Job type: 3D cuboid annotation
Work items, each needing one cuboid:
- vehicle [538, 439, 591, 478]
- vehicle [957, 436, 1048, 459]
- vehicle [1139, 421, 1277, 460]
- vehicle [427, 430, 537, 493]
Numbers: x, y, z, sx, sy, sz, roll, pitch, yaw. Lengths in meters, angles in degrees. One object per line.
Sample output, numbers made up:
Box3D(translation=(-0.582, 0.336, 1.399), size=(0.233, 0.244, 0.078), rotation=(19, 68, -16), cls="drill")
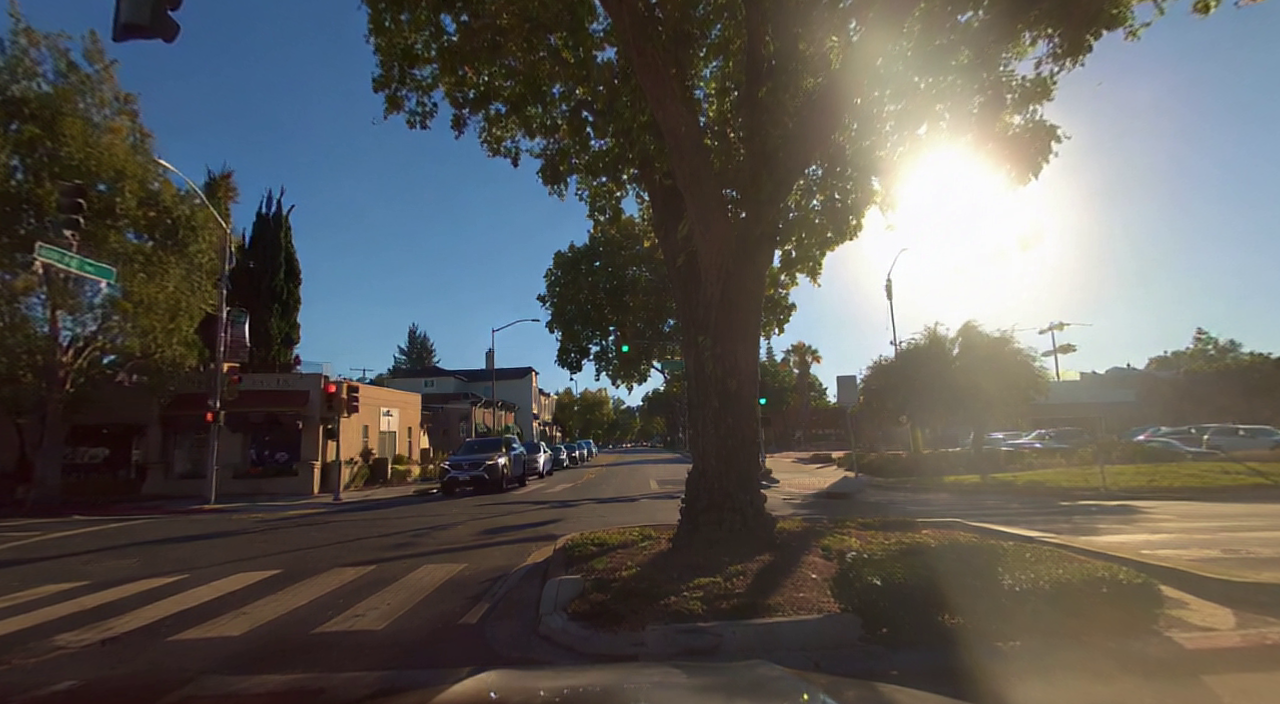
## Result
Box3D(translation=(-3.655, 5.290, 31.618), size=(2.120, 1.783, 4.788), rotation=(0, -9, -1), cls="vehicle")
Box3D(translation=(25.052, 6.604, 43.737), size=(5.172, 1.515, 1.851), rotation=(0, -8, -2), cls="vehicle")
Box3D(translation=(33.283, 5.207, 37.134), size=(5.969, 2.149, 2.331), rotation=(0, -9, -3), cls="vehicle")
Box3D(translation=(-6.542, 4.654, 27.430), size=(2.896, 2.339, 7.322), rotation=(0, -8, 0), cls="vehicle")
